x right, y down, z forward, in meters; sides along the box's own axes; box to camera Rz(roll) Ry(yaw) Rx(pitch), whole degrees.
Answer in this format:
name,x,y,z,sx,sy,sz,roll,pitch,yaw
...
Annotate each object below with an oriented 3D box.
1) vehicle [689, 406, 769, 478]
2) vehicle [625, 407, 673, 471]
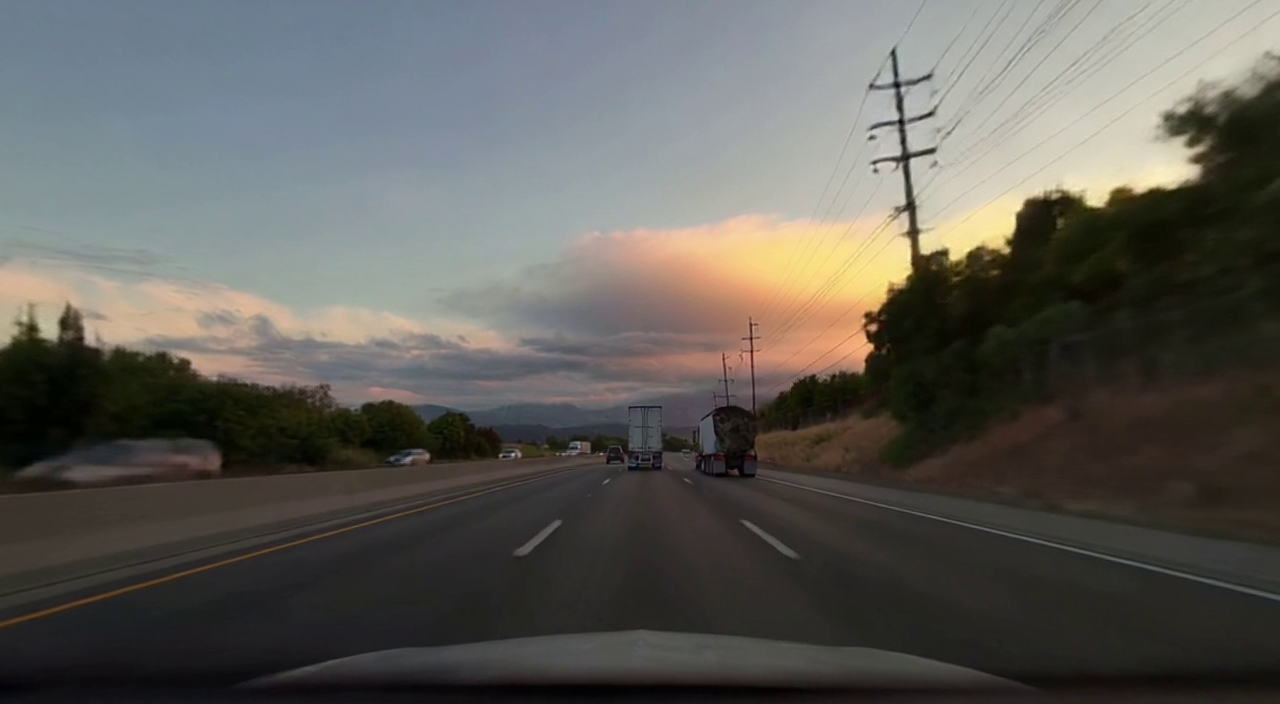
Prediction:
name,x,y,z,sx,sy,sz,roll,pitch,yaw
vehicle,4.574,4.966,34.365,2.938,3.378,8.820,0,-9,-1
vehicle,0.615,6.568,46.715,2.997,4.076,13.224,0,-9,0
